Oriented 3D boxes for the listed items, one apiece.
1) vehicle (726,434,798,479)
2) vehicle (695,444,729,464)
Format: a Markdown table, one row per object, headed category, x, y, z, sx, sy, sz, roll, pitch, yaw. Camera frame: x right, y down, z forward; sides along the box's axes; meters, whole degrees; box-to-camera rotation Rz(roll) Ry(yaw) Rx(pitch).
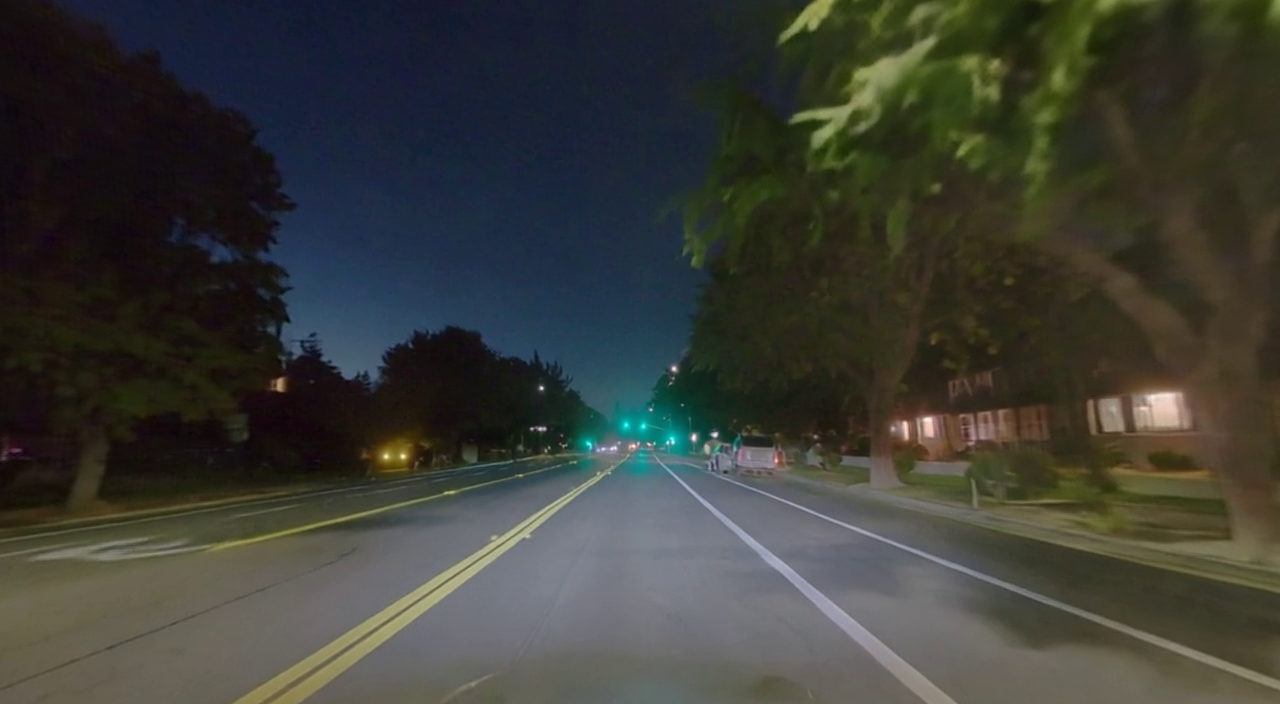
| category | x | y | z | sx | sy | sz | roll | pitch | yaw |
| --- | --- | --- | --- | --- | --- | --- | --- | --- | --- |
| vehicle | 5.200 | 4.534 | 27.549 | 2.160 | 1.800 | 4.646 | 0 | -9 | -1 |
| vehicle | 5.492 | 7.891 | 48.796 | 1.935 | 1.453 | 4.488 | 0 | -9 | -3 |
